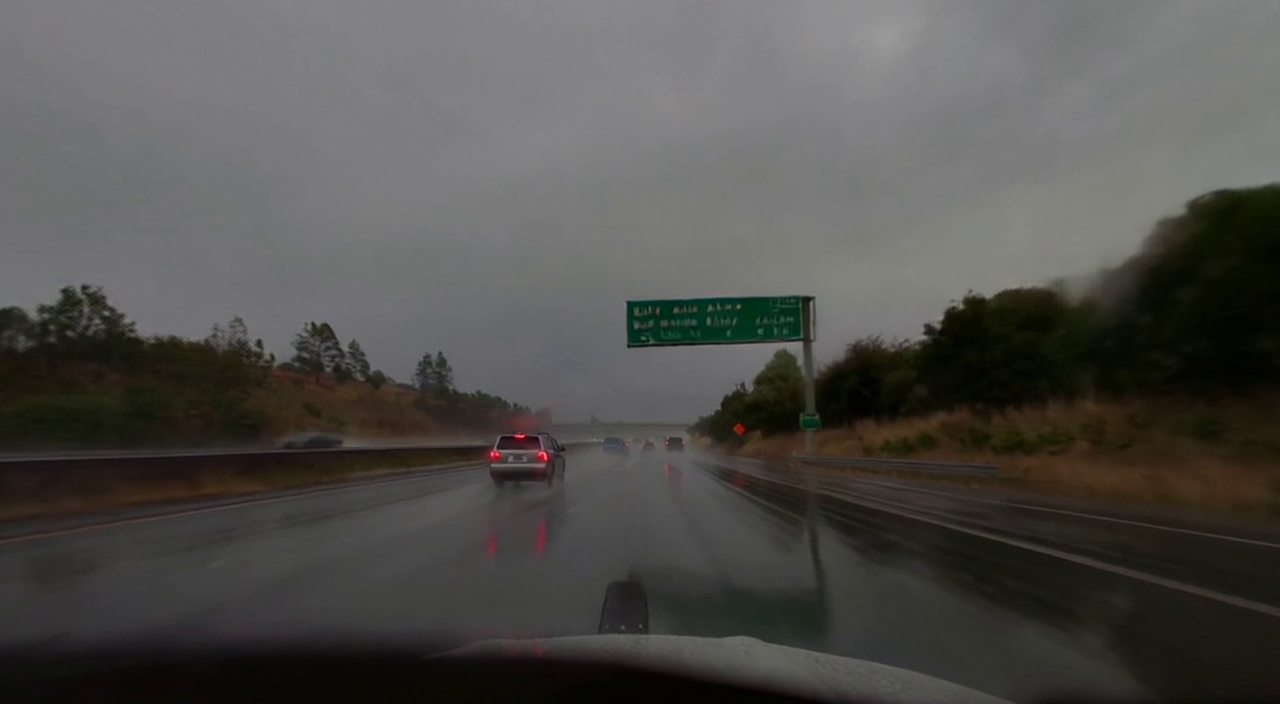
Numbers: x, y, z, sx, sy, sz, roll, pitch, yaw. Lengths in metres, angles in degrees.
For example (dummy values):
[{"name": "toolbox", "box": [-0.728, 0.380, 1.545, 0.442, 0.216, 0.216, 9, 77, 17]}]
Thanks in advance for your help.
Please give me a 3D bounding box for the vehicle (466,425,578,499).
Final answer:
[{"name": "vehicle", "box": [-3.208, 3.135, 18.336, 2.218, 1.848, 4.789, 0, -9, 1]}]
